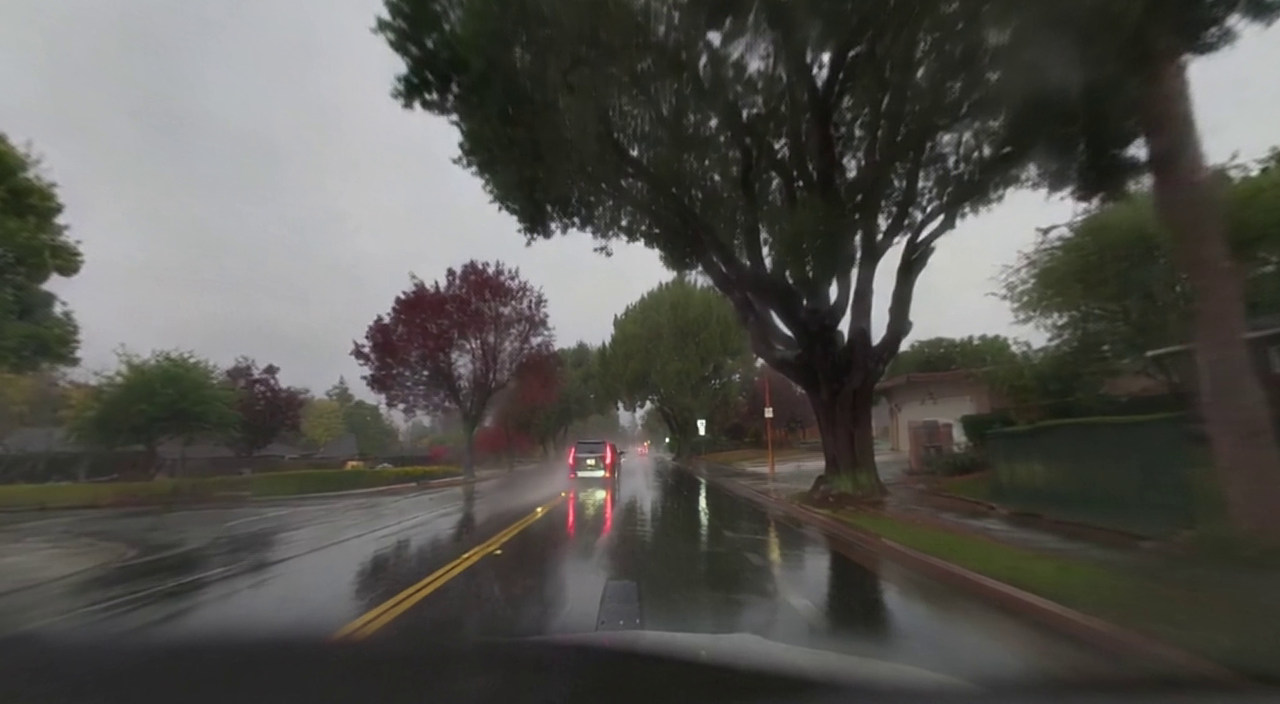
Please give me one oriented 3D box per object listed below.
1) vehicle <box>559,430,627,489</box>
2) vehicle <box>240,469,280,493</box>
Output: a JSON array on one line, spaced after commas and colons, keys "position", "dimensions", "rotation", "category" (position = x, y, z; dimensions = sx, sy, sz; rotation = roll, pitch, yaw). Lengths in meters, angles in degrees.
[{"position": [-1.702, 4.127, 24.614], "dimensions": [2.210, 2.023, 4.663], "rotation": [0, -8, 1], "category": "vehicle"}, {"position": [-30.003, 10.160, 49.974], "dimensions": [1.926, 1.552, 4.355], "rotation": [3, -9, -21], "category": "vehicle"}]
